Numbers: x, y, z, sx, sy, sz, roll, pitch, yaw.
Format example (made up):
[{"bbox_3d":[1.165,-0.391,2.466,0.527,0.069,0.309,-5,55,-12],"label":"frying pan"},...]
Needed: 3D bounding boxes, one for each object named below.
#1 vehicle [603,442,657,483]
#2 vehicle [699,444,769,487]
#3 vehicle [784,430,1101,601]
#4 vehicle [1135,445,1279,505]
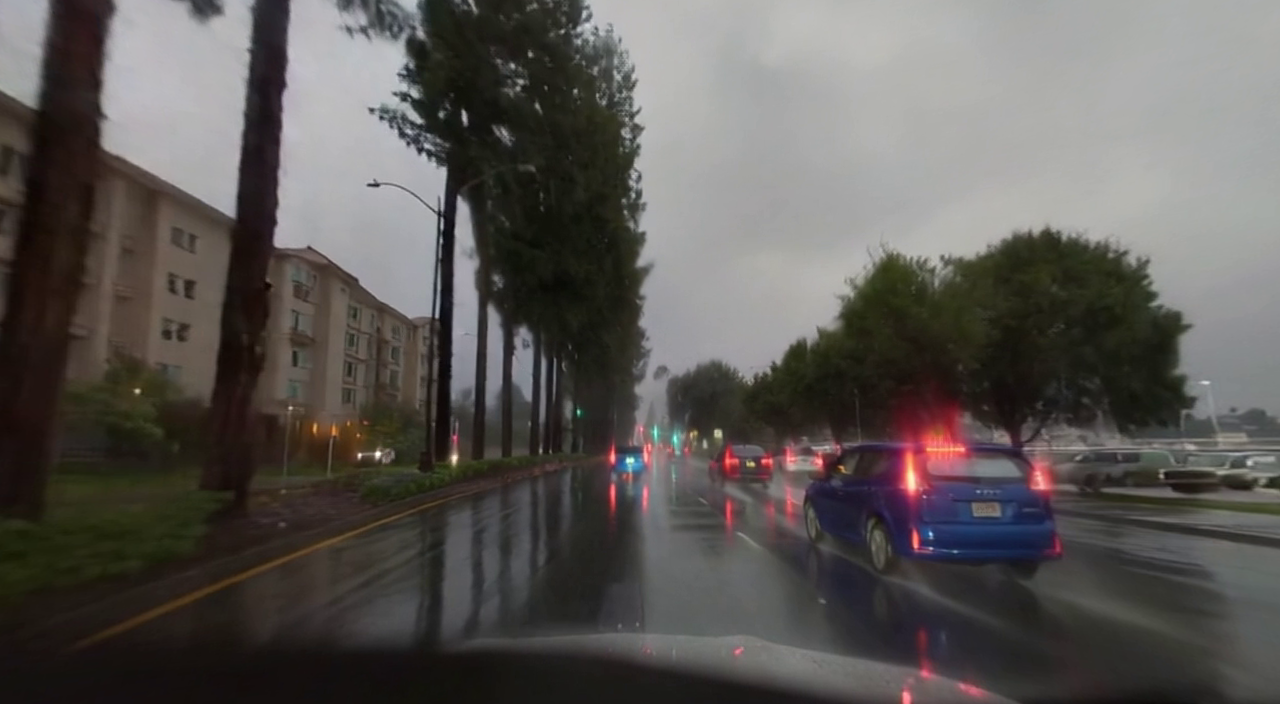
[{"bbox_3d":[-0.398,4.373,25.287,1.994,1.479,3.647,0,-9,-1],"label":"vehicle"},{"bbox_3d":[3.423,4.207,23.785,1.908,1.453,4.230,0,-9,-1],"label":"vehicle"},{"bbox_3d":[3.144,1.745,7.606,1.852,1.498,3.825,0,-9,-1],"label":"vehicle"},{"bbox_3d":[17.331,3.633,19.128,4.155,1.623,2.175,5,-10,-30],"label":"vehicle"}]
